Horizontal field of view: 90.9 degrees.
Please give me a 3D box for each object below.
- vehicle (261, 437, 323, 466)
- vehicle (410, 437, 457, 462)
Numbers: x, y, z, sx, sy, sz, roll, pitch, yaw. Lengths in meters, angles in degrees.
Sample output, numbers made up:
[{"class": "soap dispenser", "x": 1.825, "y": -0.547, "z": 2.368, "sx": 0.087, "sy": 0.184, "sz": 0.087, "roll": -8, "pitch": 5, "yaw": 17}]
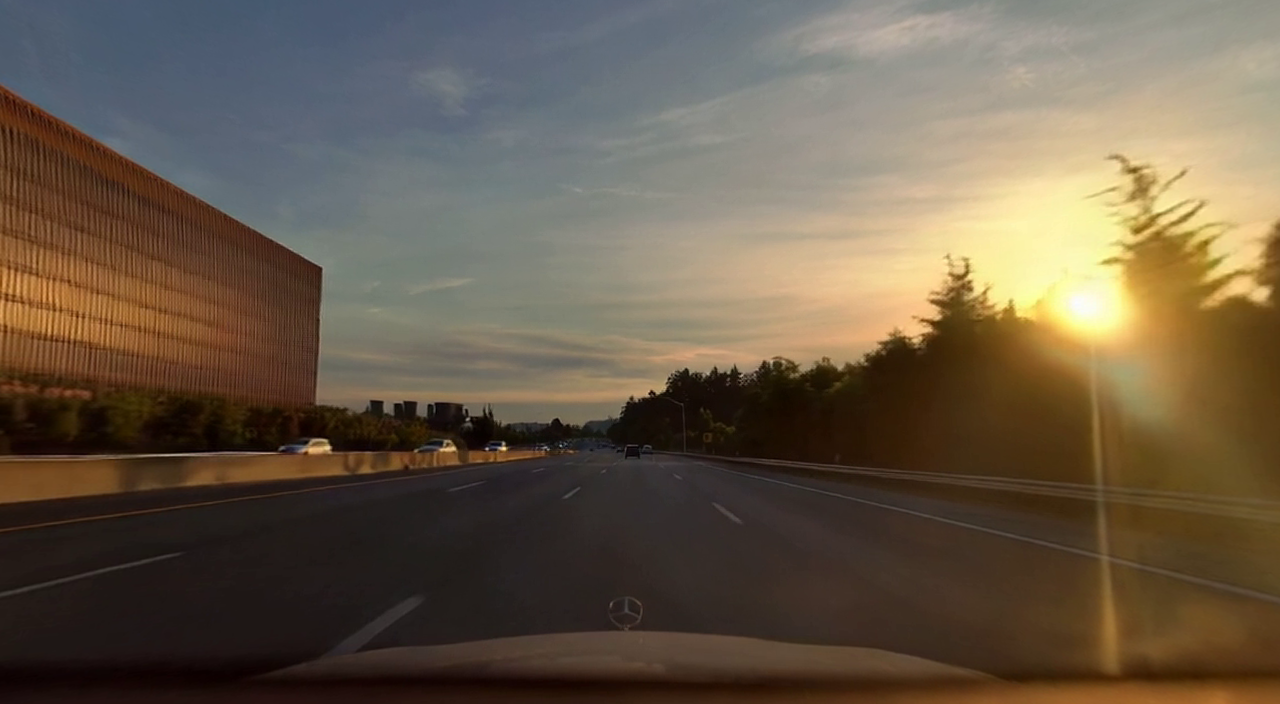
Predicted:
[{"class": "vehicle", "x": -22.369, "y": 6.398, "z": 40.671, "sx": 1.746, "sy": 1.777, "sz": 4.125, "roll": 0, "pitch": -9, "yaw": -2}, {"class": "vehicle", "x": -14.792, "y": 7.003, "z": 45.309, "sx": 1.922, "sy": 1.655, "sz": 4.410, "roll": 0, "pitch": -9, "yaw": -1}]
